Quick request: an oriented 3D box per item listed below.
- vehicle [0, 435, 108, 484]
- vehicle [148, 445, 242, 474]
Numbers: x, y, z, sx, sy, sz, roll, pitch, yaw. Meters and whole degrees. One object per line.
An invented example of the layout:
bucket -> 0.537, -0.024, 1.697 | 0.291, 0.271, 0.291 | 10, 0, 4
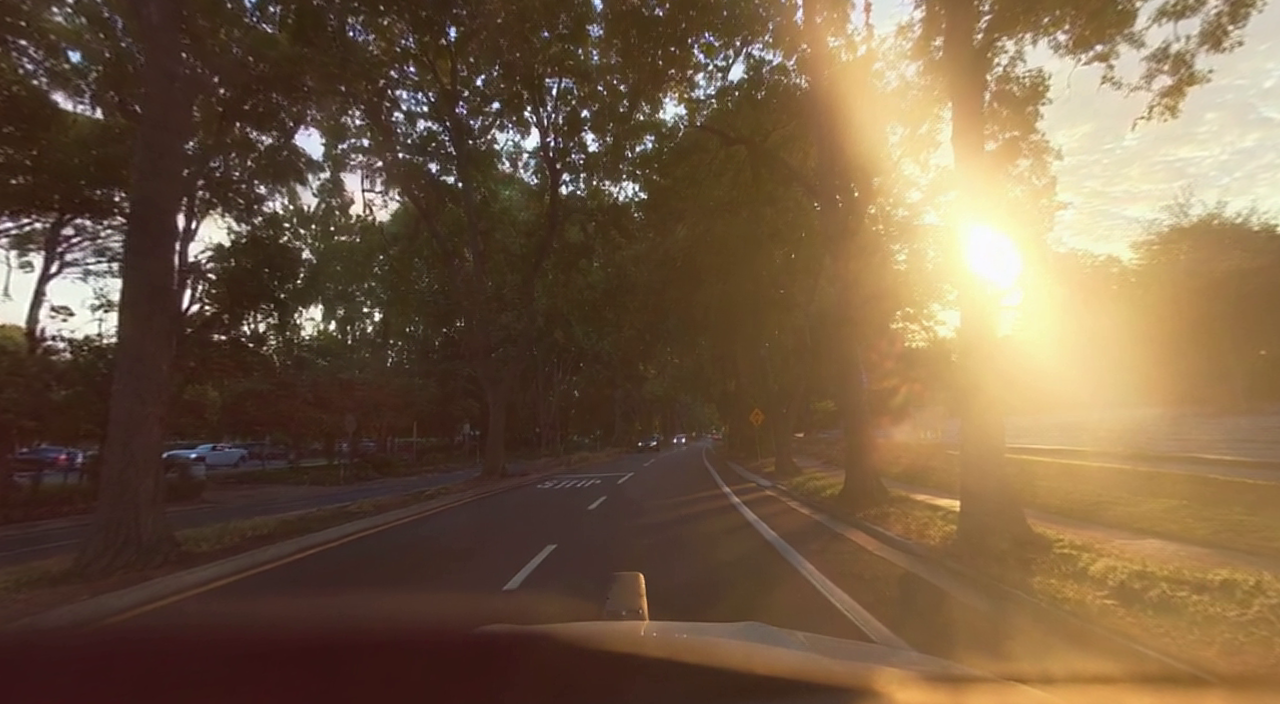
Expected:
vehicle -> -28.398, 5.097, 29.978 | 4.733, 1.892, 1.939 | -4, -4, 2
vehicle -> -25.908, 6.260, 36.893 | 4.007, 1.459, 1.952 | -2, -8, 0
